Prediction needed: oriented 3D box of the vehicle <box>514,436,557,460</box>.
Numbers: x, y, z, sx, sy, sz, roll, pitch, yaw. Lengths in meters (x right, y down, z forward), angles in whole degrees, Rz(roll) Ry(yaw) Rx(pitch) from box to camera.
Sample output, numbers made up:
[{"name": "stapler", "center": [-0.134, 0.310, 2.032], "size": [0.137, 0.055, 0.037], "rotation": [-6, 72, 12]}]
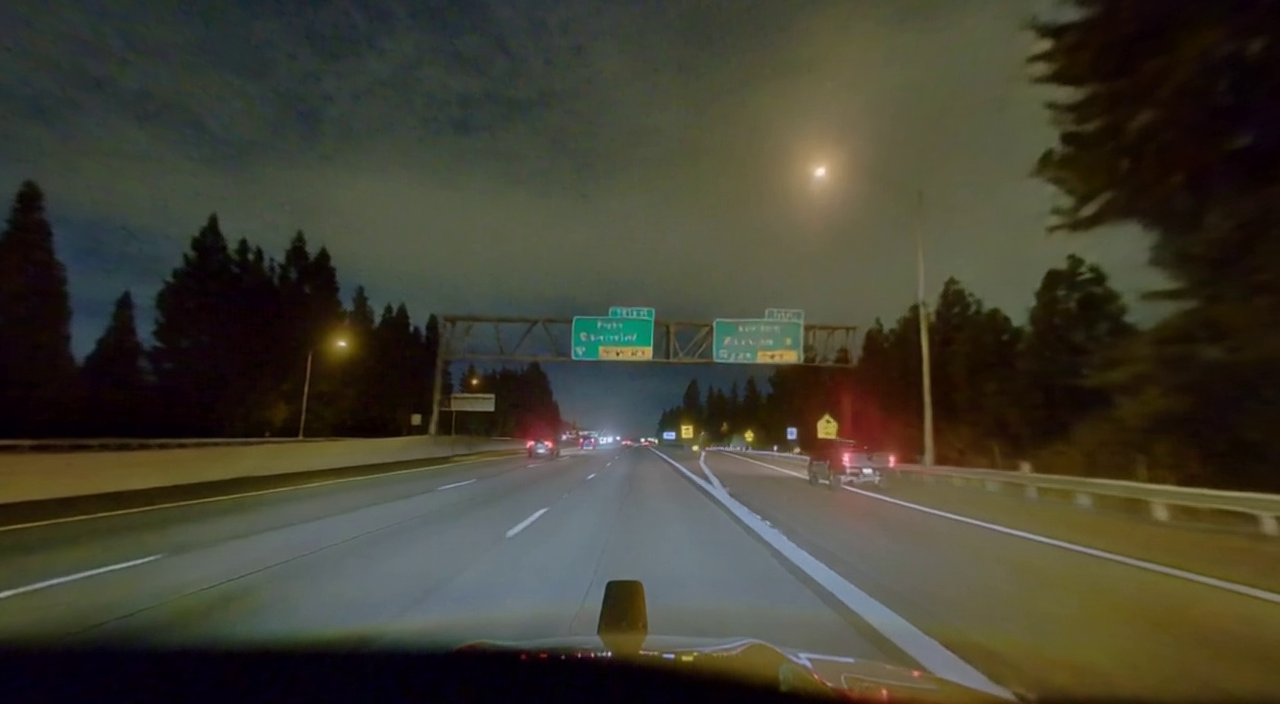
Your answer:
[{"name": "vehicle", "center": [-7.081, 6.563, 43.221], "size": [2.025, 1.494, 4.495], "rotation": [0, -8, 1]}]
